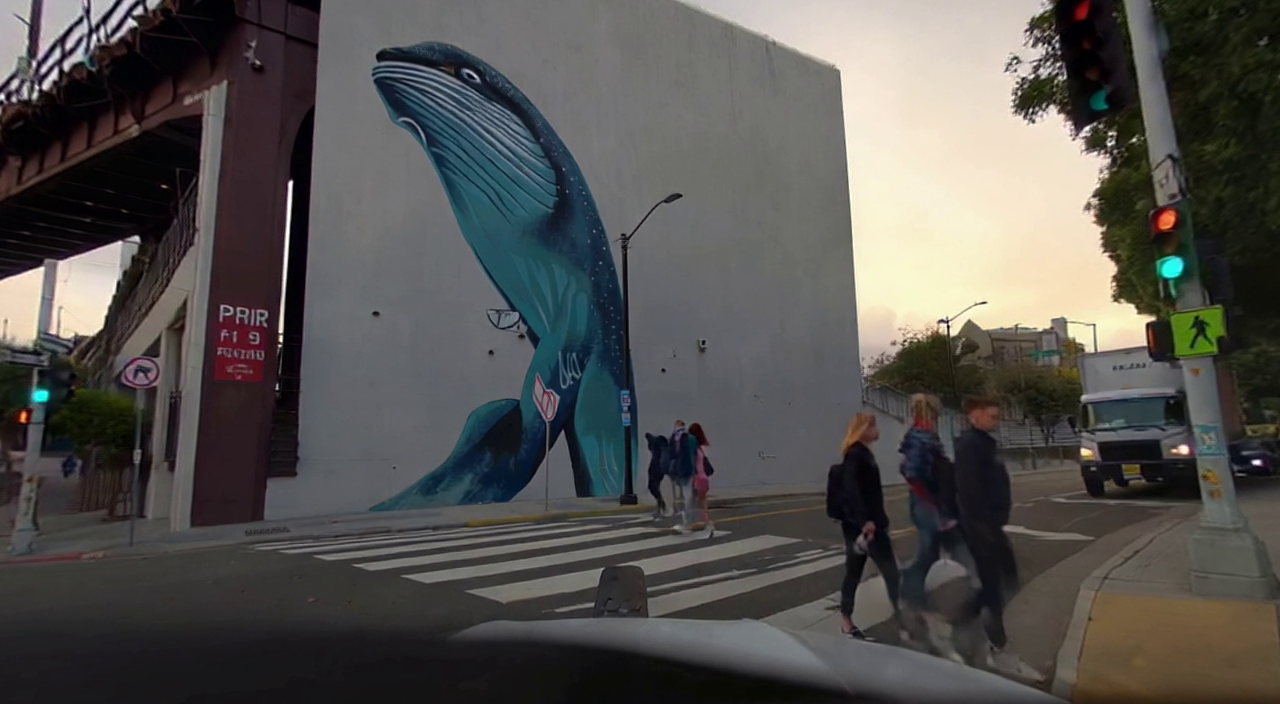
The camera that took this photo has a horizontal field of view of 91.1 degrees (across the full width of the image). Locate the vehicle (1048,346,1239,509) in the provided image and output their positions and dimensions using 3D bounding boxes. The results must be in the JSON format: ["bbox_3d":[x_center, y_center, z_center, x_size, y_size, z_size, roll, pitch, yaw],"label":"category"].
[{"bbox_3d":[15.761,2.388,19.284,9.347,3.893,2.849,7,-11,-42],"label":"vehicle"}]

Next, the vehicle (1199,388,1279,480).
[{"bbox_3d":[32.640,4.418,33.366,12.015,4.103,2.920,8,-12,-43],"label":"vehicle"}]
